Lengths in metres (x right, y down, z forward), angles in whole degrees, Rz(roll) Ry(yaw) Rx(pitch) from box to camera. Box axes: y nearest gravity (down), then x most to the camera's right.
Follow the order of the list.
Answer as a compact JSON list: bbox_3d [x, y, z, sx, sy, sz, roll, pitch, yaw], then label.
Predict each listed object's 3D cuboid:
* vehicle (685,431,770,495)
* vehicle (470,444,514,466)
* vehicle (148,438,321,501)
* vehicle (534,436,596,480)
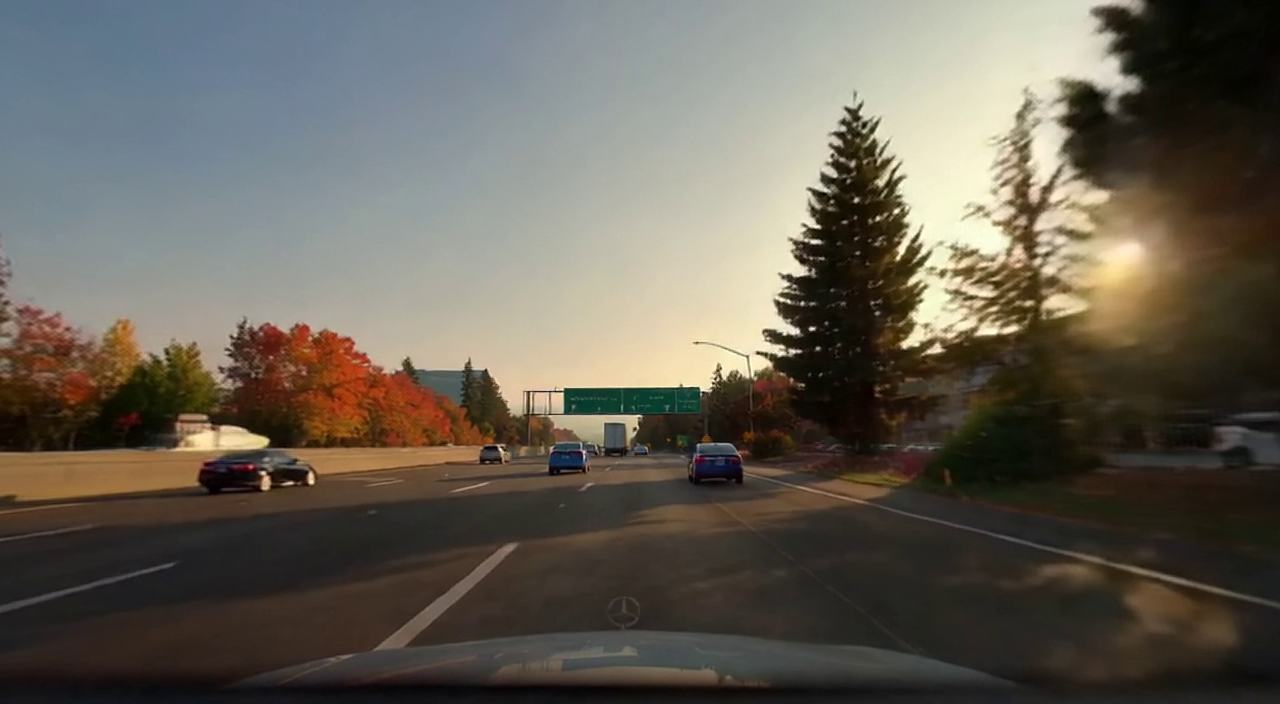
[{"bbox_3d":[2.621,3.468,19.942,2.101,1.742,4.495,1,-9,1],"label":"vehicle"},{"bbox_3d":[-10.717,7.516,45.988,2.006,1.509,4.634,0,-9,1],"label":"vehicle"},{"bbox_3d":[-11.010,3.195,17.548,1.919,1.509,4.265,1,-9,1],"label":"vehicle"},{"bbox_3d":[-3.176,4.599,27.600,2.111,1.742,4.315,0,-9,1],"label":"vehicle"}]
